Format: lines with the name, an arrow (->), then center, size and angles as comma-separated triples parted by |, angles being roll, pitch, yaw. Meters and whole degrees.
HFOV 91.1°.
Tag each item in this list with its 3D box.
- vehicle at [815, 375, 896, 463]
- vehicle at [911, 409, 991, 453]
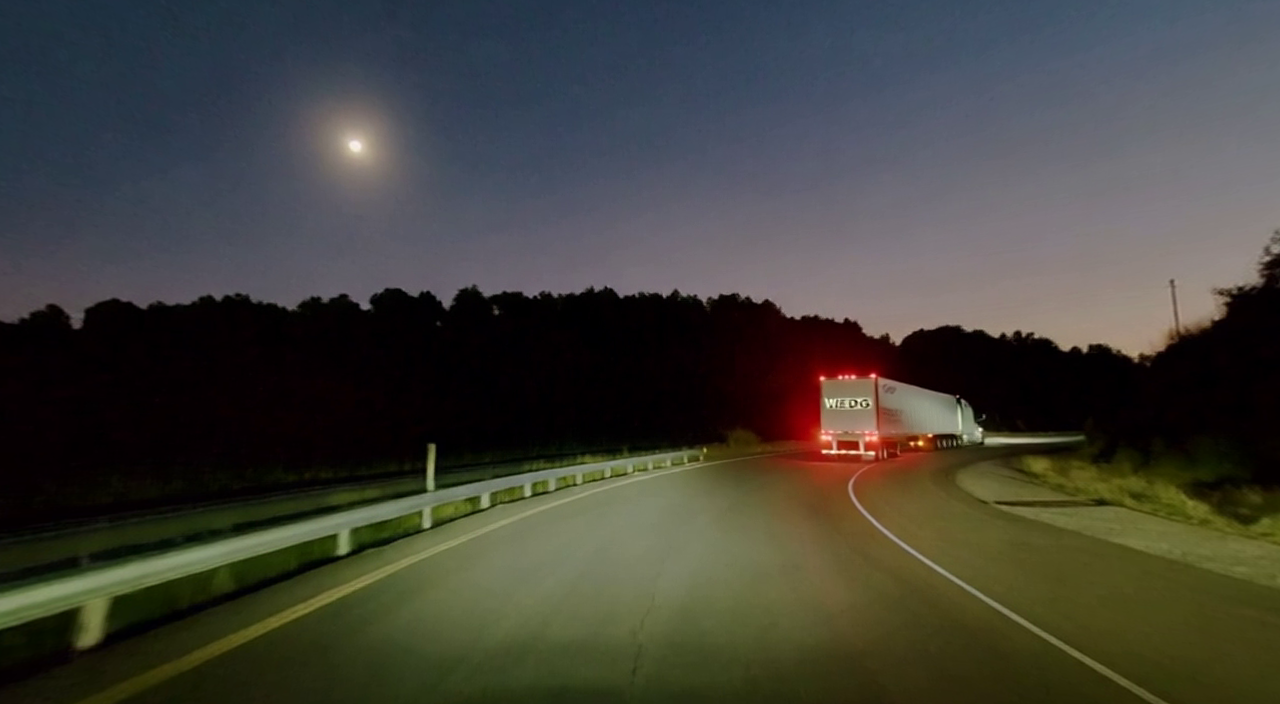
vehicle -> 10.018, 3.142, 29.085 | 2.963, 3.771, 3.137 | -4, -9, 27
vehicle -> 19.616, 4.994, 39.441 | 6.650, 2.524, 2.120 | 7, -11, -42
